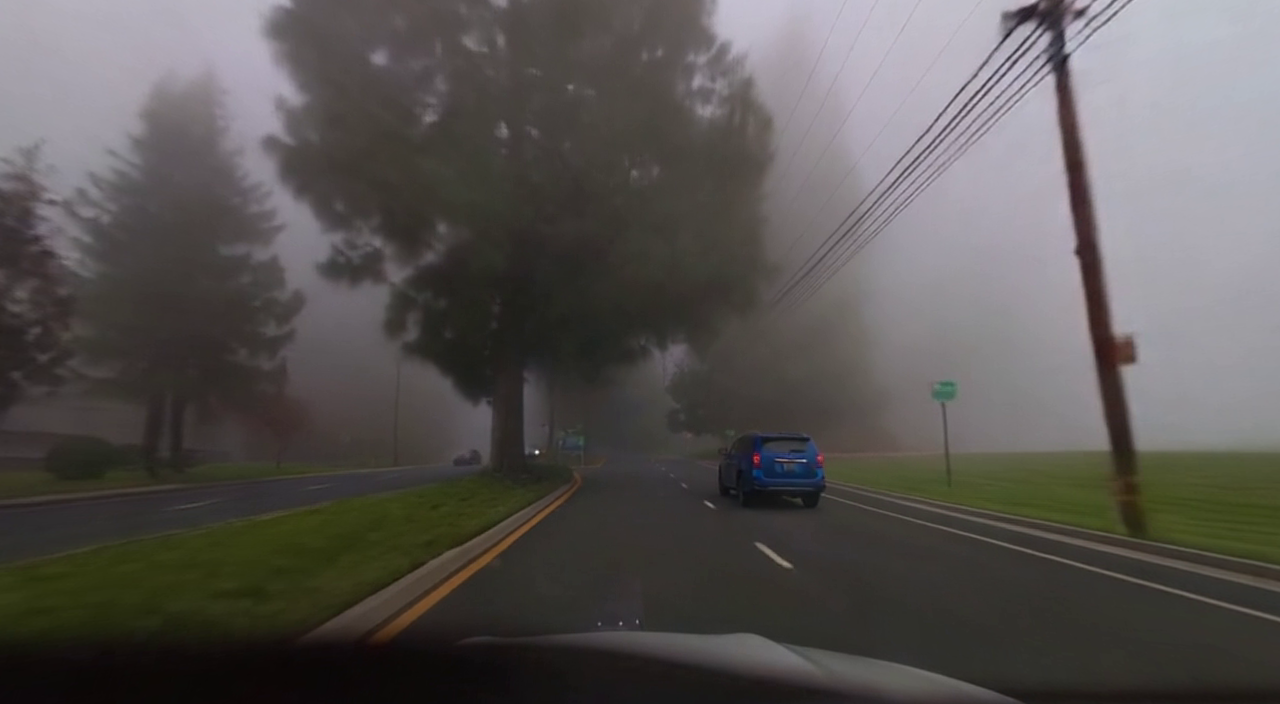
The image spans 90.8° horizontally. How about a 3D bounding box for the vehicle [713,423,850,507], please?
[{"bbox_3d":[3.330,2.795,16.033,2.193,1.777,4.772,0,-9,-2],"label":"vehicle"}]
